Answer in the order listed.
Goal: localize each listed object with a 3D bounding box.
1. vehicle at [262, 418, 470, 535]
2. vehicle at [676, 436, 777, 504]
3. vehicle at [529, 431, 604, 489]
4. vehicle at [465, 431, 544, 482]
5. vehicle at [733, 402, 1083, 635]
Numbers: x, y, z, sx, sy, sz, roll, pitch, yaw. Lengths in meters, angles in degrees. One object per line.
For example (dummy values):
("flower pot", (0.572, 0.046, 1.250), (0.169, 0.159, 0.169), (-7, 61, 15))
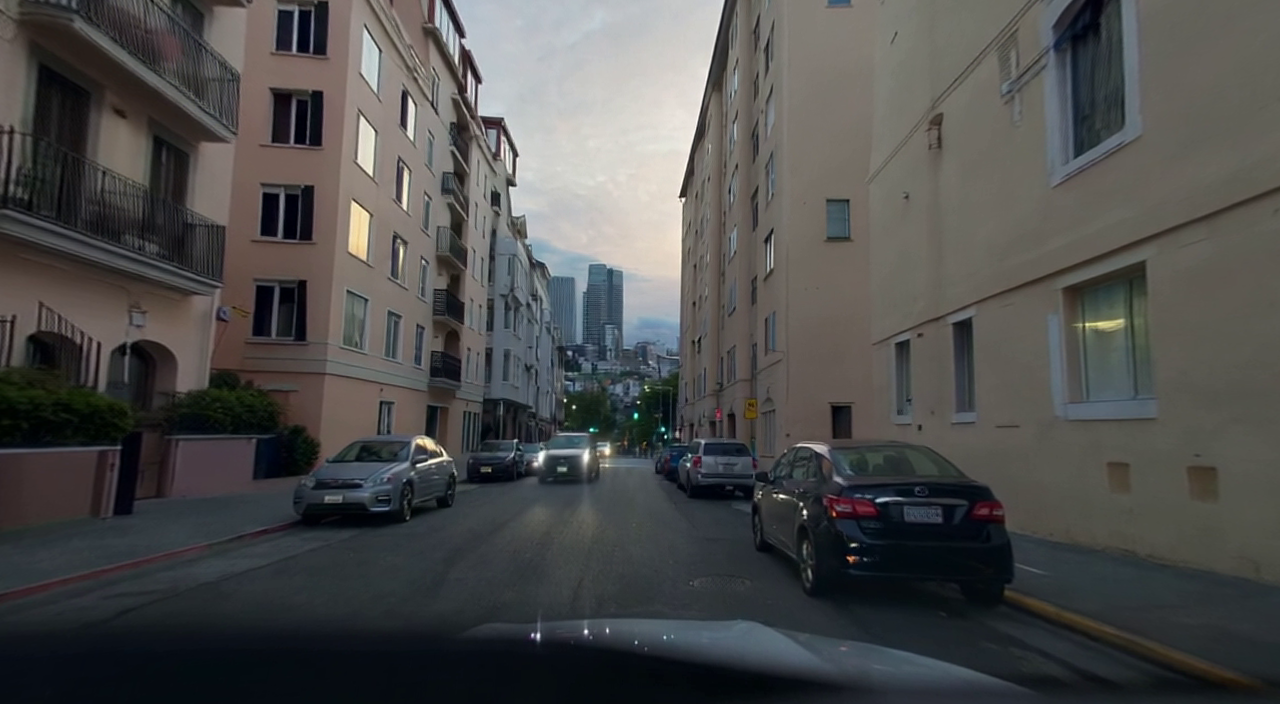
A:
("vehicle", (-4.542, 2.151, 11.321), (1.883, 1.499, 4.426), (6, -10, -3))
("vehicle", (2.005, 2.863, 15.893), (1.786, 1.447, 4.314), (0, -8, -2))
("vehicle", (-2.071, 3.126, 18.648), (1.845, 1.544, 3.388), (0, -8, 0))
("vehicle", (-4.840, 3.793, 23.007), (1.942, 1.521, 3.761), (5, -9, 0))
("vehicle", (2.257, 1.479, 6.620), (1.839, 1.678, 3.918), (0, -8, -2))
